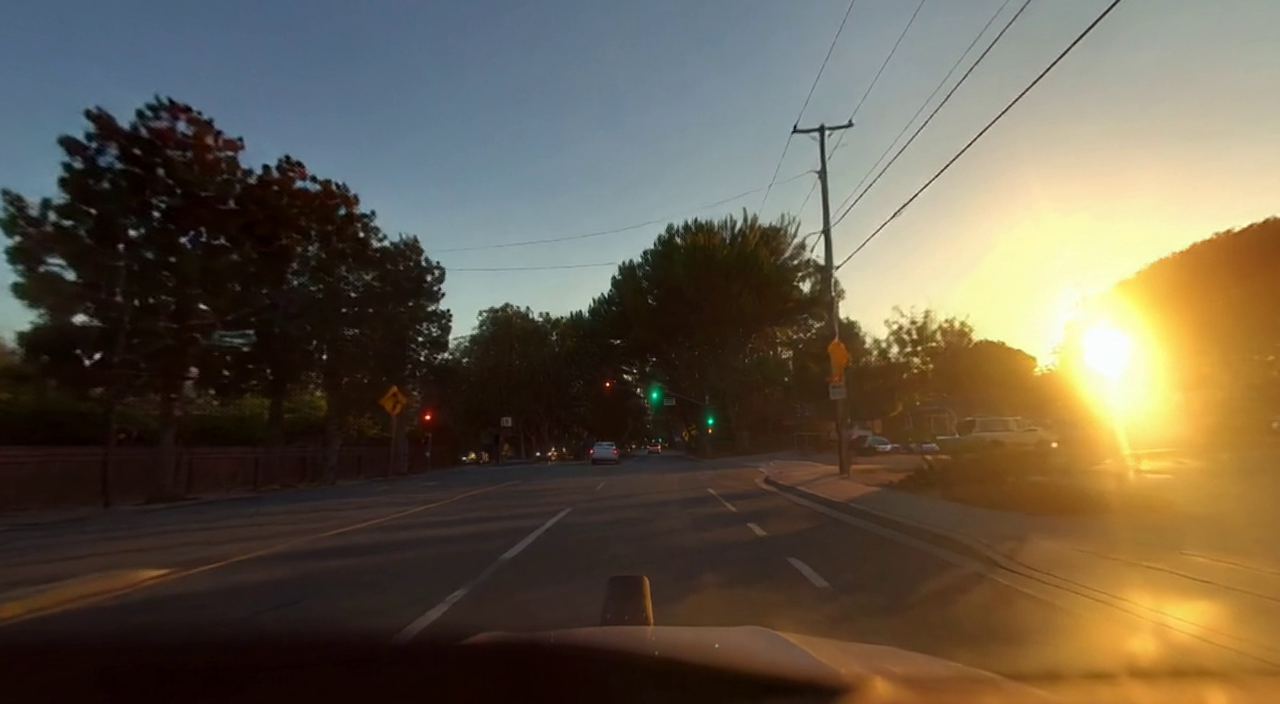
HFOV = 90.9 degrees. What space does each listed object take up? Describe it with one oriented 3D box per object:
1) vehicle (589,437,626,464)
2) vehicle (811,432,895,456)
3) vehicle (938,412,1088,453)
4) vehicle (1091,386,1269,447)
[{"bbox_3d":[-2.100,6.518,41.773,2.084,1.701,4.734,0,-8,1],"label":"vehicle"},{"bbox_3d":[13.639,5.921,40.535,4.665,1.498,1.866,0,-8,-3],"label":"vehicle"},{"bbox_3d":[19.102,4.169,32.455,6.313,2.043,2.272,0,-8,-3],"label":"vehicle"},{"bbox_3d":[28.528,3.463,33.505,7.116,3.077,2.655,0,-8,-4],"label":"vehicle"}]
